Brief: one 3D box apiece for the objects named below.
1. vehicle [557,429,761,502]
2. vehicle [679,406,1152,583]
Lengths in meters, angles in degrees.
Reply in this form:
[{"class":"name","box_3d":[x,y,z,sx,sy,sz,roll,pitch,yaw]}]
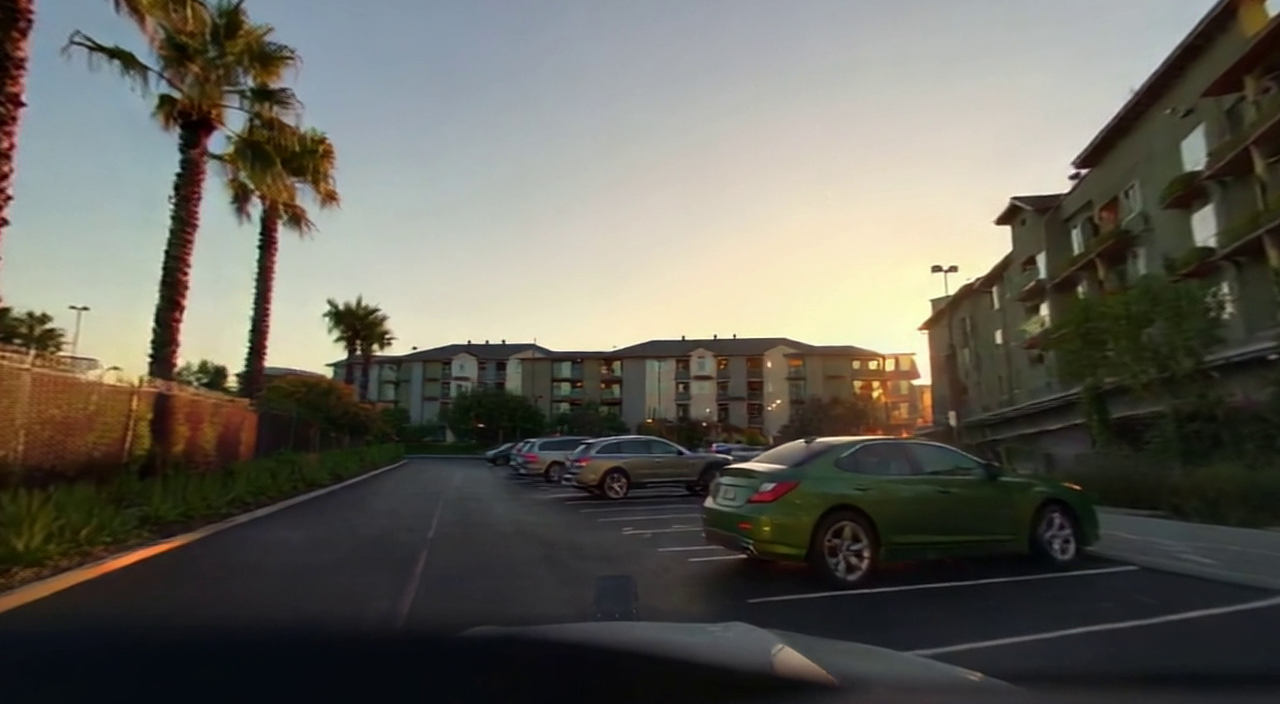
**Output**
[{"class":"vehicle","box_3d":[0.527,3.166,17.954,5.381,1.826,2.047,3,-9,-19]},{"class":"vehicle","box_3d":[3.031,1.646,7.171,4.803,1.520,1.894,6,-14,-19]}]
